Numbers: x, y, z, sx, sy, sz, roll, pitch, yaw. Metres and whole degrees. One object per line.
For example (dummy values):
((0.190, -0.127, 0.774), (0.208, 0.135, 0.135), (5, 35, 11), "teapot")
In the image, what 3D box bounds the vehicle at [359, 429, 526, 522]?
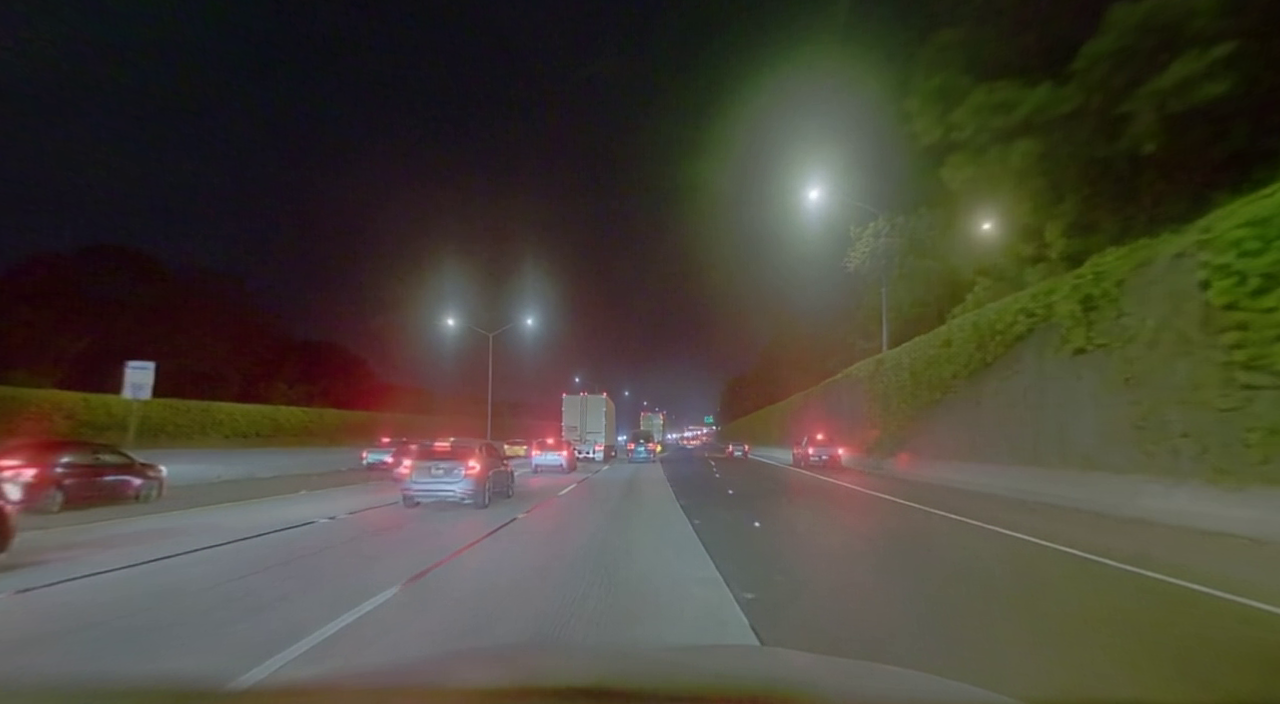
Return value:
((-3.795, 2.448, 13.103), (1.866, 1.568, 4.603), (0, -8, 2), "vehicle")

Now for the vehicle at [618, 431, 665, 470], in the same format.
((0.087, 5.193, 33.365), (2.325, 1.864, 4.128), (0, -8, 1), "vehicle")

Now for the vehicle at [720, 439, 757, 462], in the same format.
((6.721, 6.779, 43.374), (2.176, 1.493, 3.955), (-1, -8, 4), "vehicle")

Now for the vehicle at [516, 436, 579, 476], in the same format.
((-4.025, 4.594, 28.012), (2.124, 1.627, 3.863), (0, -8, 1), "vehicle")

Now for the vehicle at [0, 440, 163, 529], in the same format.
((-11.750, 2.403, 11.829), (1.997, 1.477, 4.546), (0, -8, 1), "vehicle")

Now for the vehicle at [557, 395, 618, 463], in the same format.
((-3.712, 6.304, 49.589), (3.348, 4.469, 16.443), (0, -9, 0), "vehicle")
